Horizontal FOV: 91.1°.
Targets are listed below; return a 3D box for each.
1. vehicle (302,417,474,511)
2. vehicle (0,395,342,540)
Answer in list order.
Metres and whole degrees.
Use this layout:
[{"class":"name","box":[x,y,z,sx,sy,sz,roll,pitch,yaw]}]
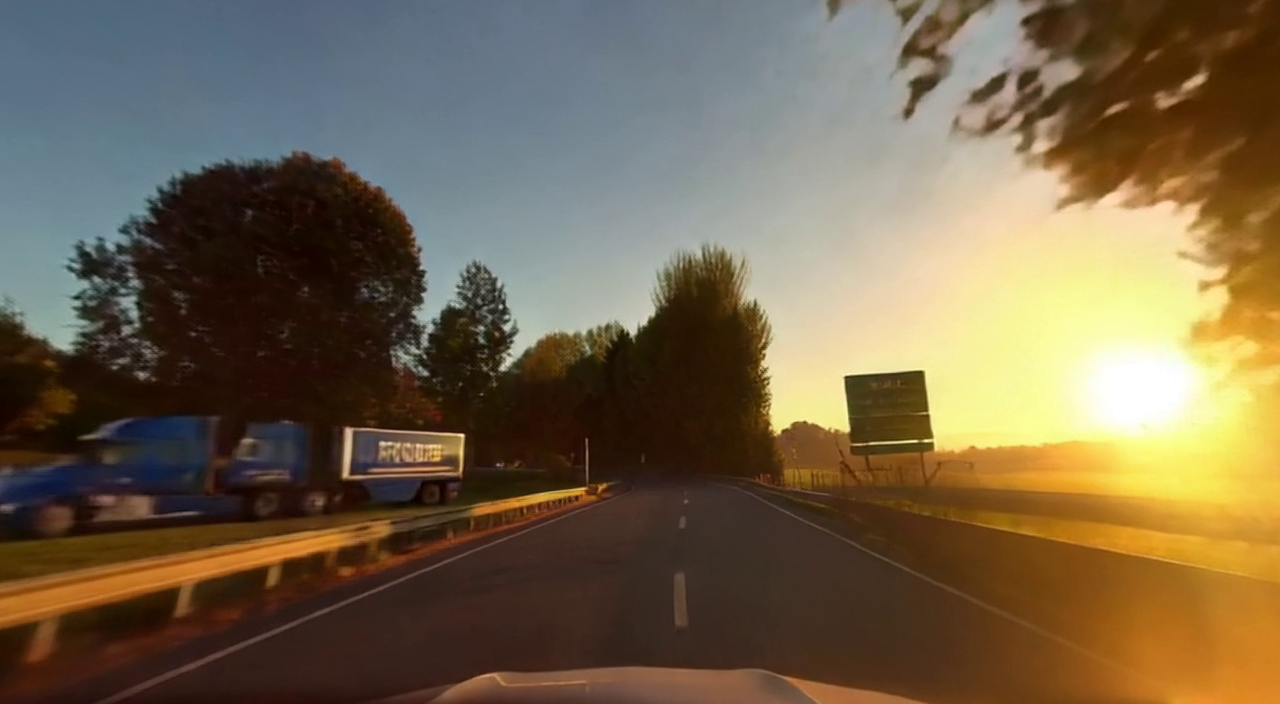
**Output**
[{"class":"vehicle","box":[-12.333,5.682,31.860,2.935,4.083,7.922,-4,-12,25]},{"class":"vehicle","box":[-16.917,4.317,23.634,2.952,4.284,9.811,-6,-13,34]}]
